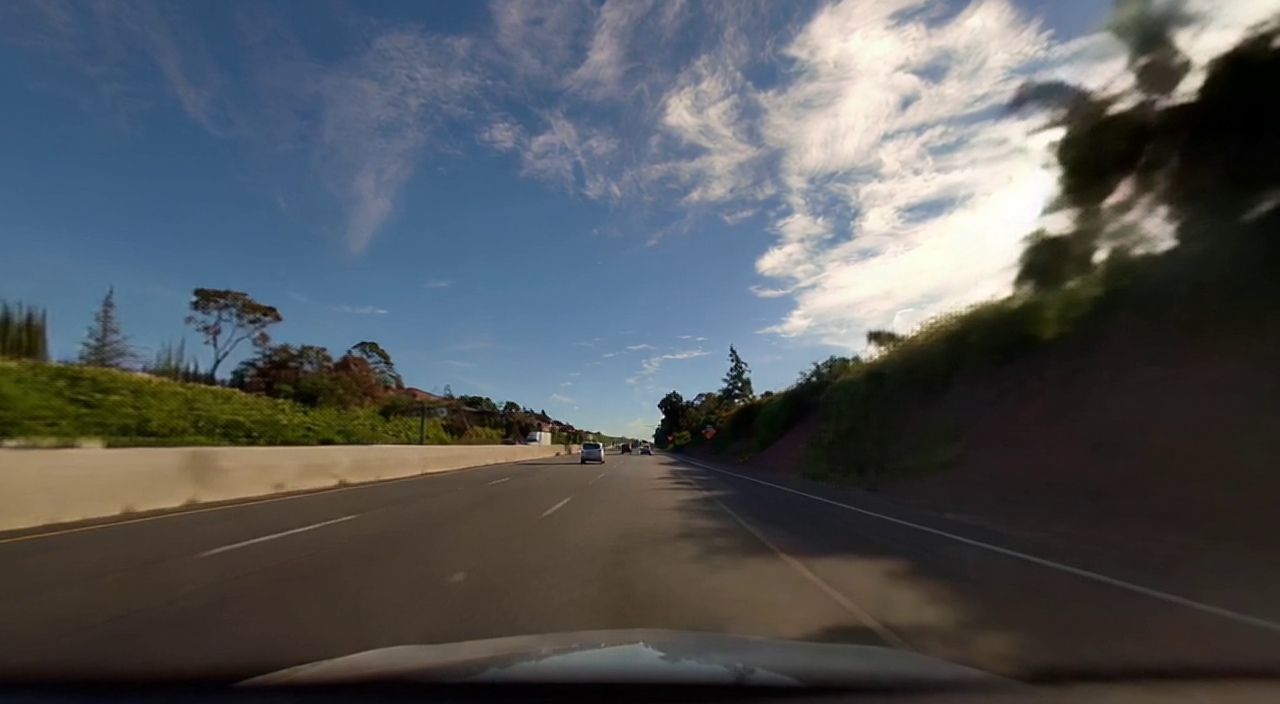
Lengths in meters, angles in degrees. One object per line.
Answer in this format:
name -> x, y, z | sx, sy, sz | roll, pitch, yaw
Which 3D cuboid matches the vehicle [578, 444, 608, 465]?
vehicle -> -3.504, 7.710, 47.498 | 1.921, 1.536, 3.920 | 0, -9, 0
